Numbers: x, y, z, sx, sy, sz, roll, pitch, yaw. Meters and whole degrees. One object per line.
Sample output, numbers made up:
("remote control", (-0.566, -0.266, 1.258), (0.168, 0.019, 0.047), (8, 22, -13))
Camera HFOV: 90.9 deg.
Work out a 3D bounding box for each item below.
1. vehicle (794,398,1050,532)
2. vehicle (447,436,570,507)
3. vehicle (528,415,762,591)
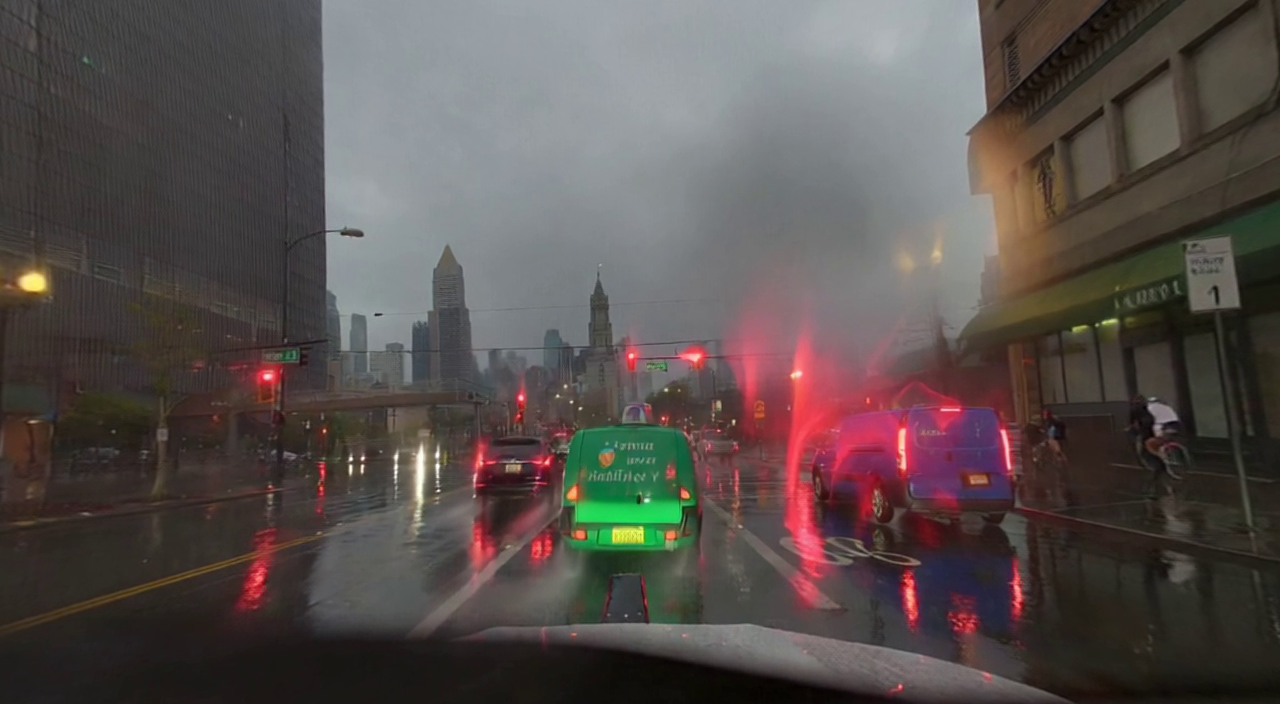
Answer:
("vehicle", (4.499, 1.917, 11.153), (2.142, 1.829, 4.767), (0, -9, -2))
("vehicle", (-2.977, 2.815, 15.350), (2.039, 1.452, 4.489), (0, -9, 0))
("vehicle", (0.031, 1.656, 7.724), (2.091, 1.557, 4.000), (0, -9, 0))
